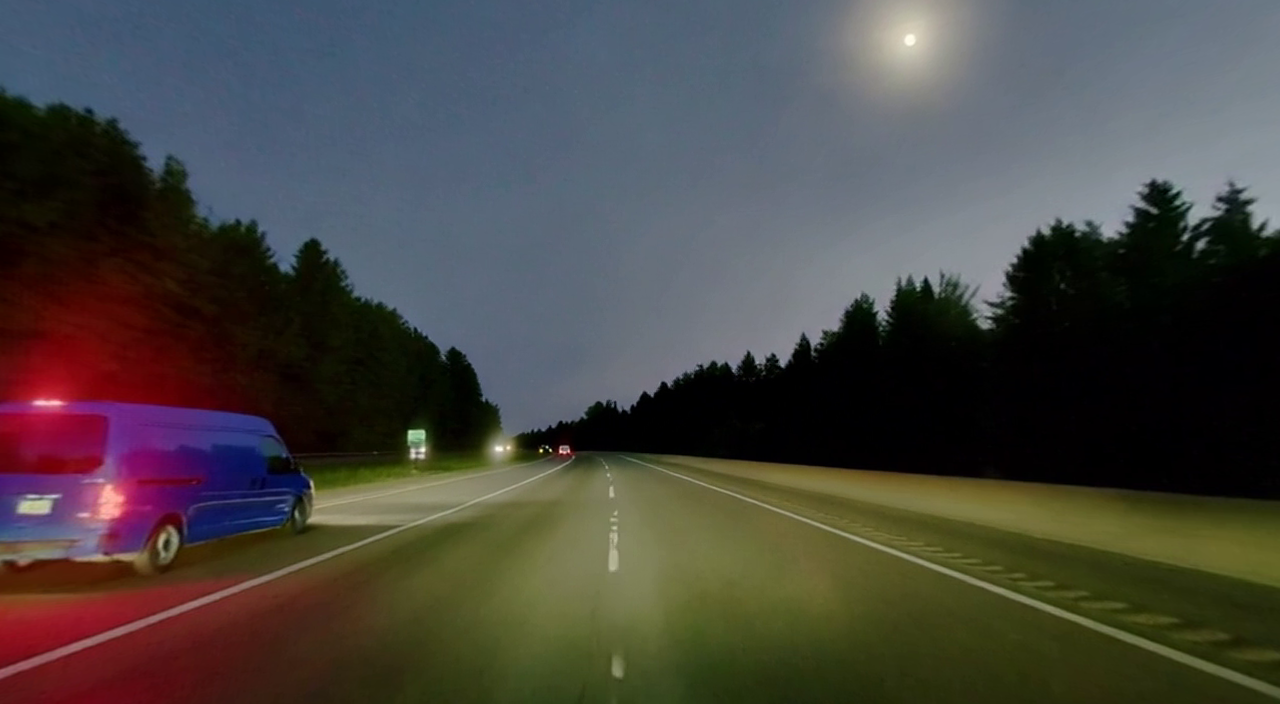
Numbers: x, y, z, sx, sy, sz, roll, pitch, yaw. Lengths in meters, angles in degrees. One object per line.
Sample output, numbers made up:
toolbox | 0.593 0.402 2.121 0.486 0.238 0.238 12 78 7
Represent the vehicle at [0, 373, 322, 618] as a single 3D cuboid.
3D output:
vehicle | -6.265 1.584 7.788 2.197 2.038 4.919 0 -9 -2
